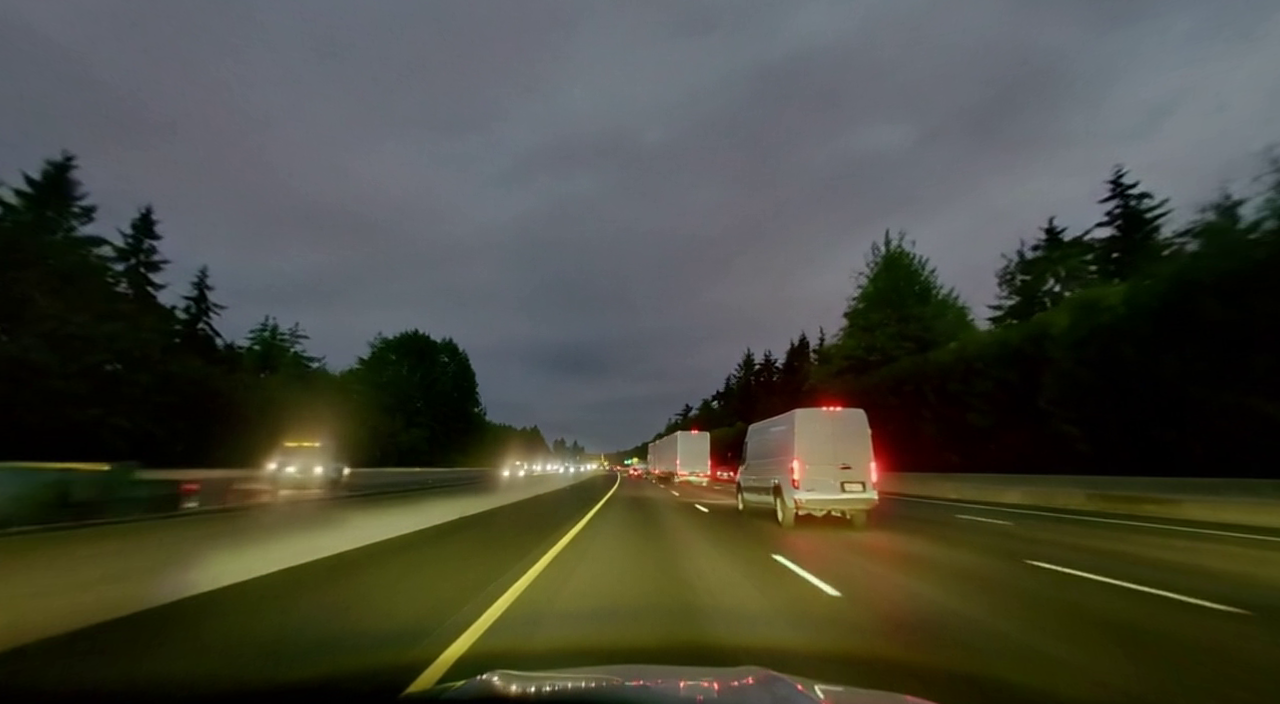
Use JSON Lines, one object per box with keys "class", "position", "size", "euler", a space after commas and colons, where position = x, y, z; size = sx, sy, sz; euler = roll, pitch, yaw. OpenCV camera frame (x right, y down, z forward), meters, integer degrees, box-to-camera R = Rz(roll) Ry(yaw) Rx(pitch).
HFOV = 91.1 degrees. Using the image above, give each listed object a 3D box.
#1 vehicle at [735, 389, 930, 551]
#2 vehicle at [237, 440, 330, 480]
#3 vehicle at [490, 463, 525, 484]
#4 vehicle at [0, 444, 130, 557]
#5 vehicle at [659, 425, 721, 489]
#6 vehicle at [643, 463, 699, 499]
{"class": "vehicle", "position": [3.590, 2.435, 13.150], "size": [2.291, 2.639, 5.280], "euler": [1, -10, -1]}
{"class": "vehicle", "position": [-21.287, 6.532, 37.847], "size": [2.411, 2.215, 5.380], "euler": [1, -10, -1]}
{"class": "vehicle", "position": [-10.028, 9.216, 47.831], "size": [1.866, 1.458, 4.041], "euler": [1, -10, -1]}
{"class": "vehicle", "position": [-9.395, 1.885, 7.952], "size": [1.913, 1.466, 4.660], "euler": [1, -10, 0]}
{"class": "vehicle", "position": [3.463, 8.091, 47.761], "size": [2.897, 4.071, 14.327], "euler": [1, -10, -3]}
{"class": "vehicle", "position": [1.333, 5.847, 28.690], "size": [2.081, 1.453, 4.300], "euler": [1, -10, -3]}
